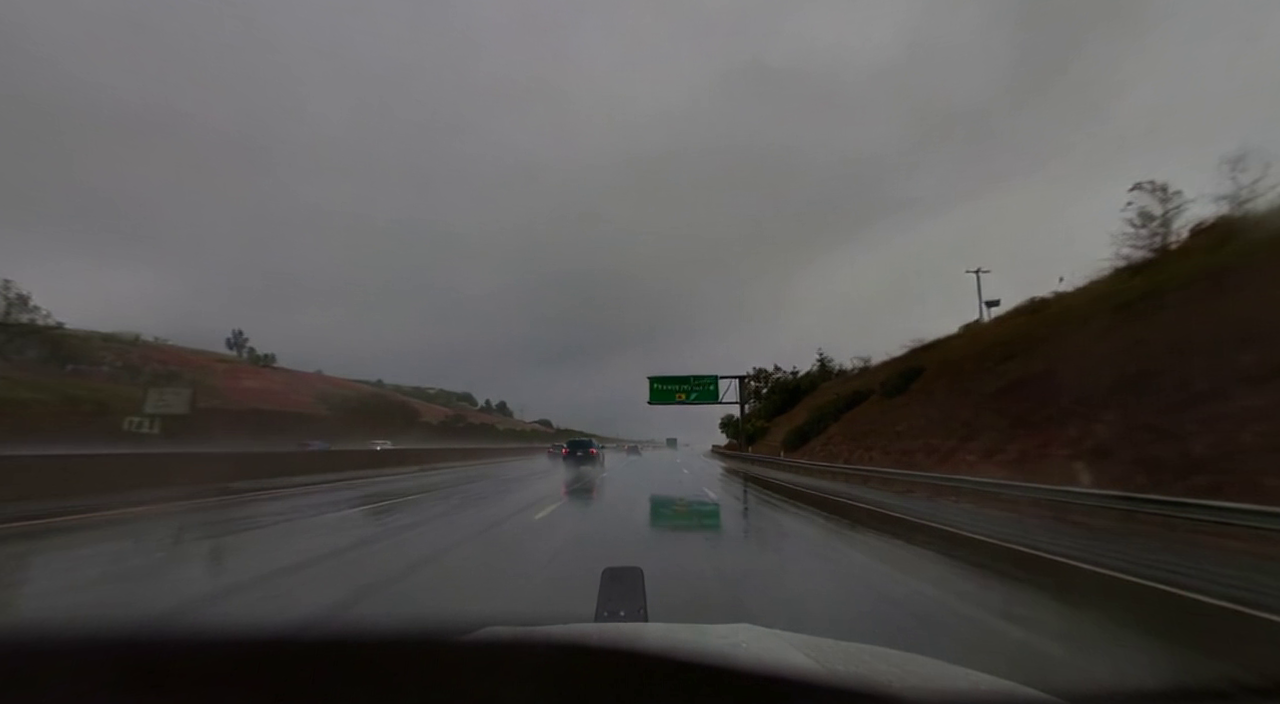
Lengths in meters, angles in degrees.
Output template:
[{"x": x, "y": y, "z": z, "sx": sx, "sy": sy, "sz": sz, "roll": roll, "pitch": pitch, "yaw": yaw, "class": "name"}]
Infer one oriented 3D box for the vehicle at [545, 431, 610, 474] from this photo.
[{"x": -2.897, "y": 4.822, "z": 30.306, "sx": 2.413, "sy": 1.896, "sz": 5.218, "roll": 0, "pitch": -8, "yaw": 2, "class": "vehicle"}]
